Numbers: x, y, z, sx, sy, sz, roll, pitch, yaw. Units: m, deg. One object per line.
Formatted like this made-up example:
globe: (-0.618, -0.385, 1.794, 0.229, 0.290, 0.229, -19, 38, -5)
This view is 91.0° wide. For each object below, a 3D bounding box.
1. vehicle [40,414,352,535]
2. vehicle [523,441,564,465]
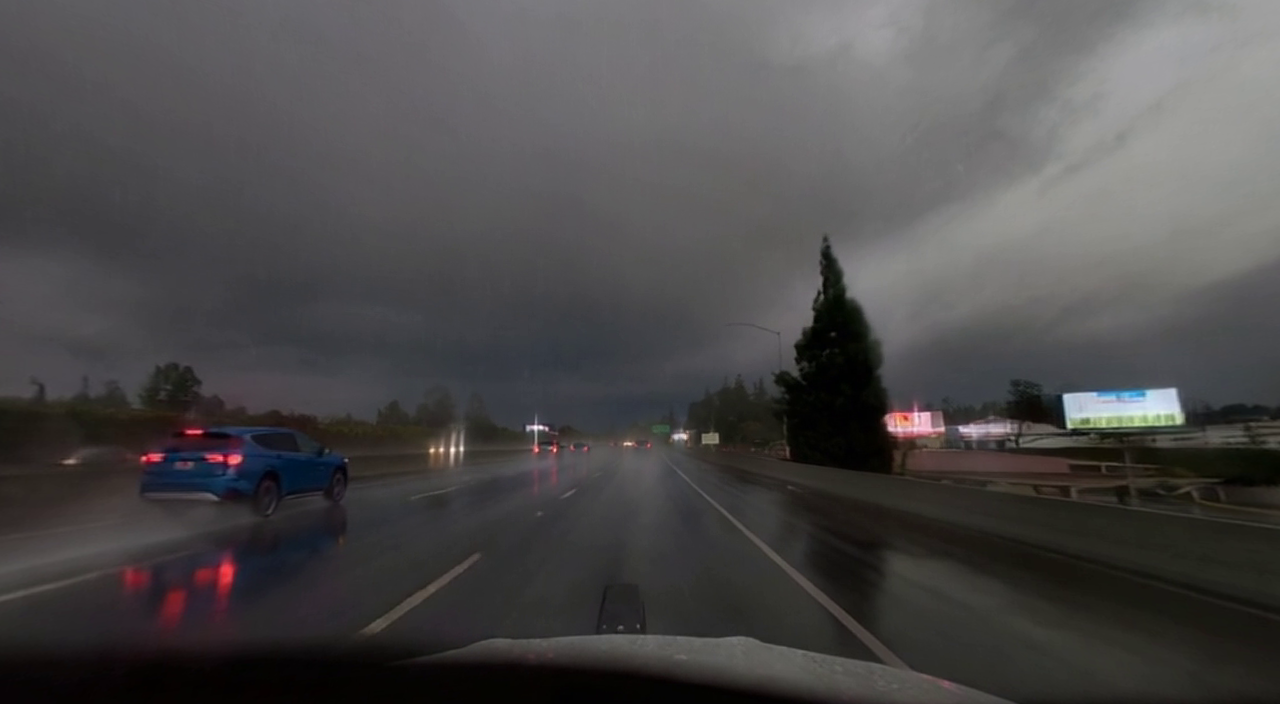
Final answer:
vehicle: (-7.396, 2.092, 11.355, 2.055, 1.683, 4.804, 0, -9, 1)
vehicle: (-6.644, 6.986, 43.786, 2.008, 1.520, 4.731, 0, -9, 2)
